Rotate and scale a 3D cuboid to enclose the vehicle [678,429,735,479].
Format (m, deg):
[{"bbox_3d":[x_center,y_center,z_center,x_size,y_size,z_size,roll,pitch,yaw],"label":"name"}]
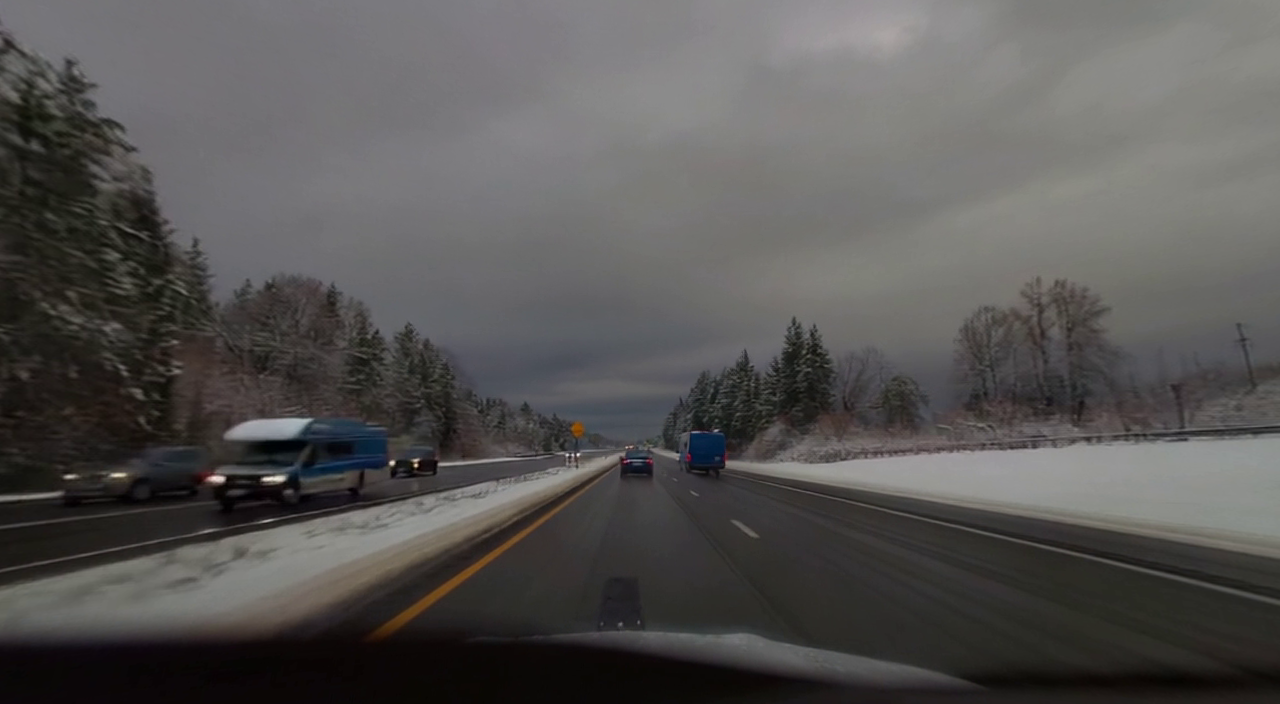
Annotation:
[{"bbox_3d":[3.726,5.869,36.427,2.513,2.633,5.930,0,-9,-1],"label":"vehicle"}]

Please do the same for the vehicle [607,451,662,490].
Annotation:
[{"bbox_3d":[-0.201,4.722,25.501,2.037,1.417,3.885,0,-9,0],"label":"vehicle"}]

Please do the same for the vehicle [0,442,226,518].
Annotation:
[{"bbox_3d":[-11.484,2.778,14.157,1.752,1.442,3.808,0,-9,0],"label":"vehicle"}]

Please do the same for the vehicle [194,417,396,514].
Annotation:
[{"bbox_3d":[-7.768,2.627,14.964,2.023,1.871,4.993,0,-9,-1],"label":"vehicle"}]
